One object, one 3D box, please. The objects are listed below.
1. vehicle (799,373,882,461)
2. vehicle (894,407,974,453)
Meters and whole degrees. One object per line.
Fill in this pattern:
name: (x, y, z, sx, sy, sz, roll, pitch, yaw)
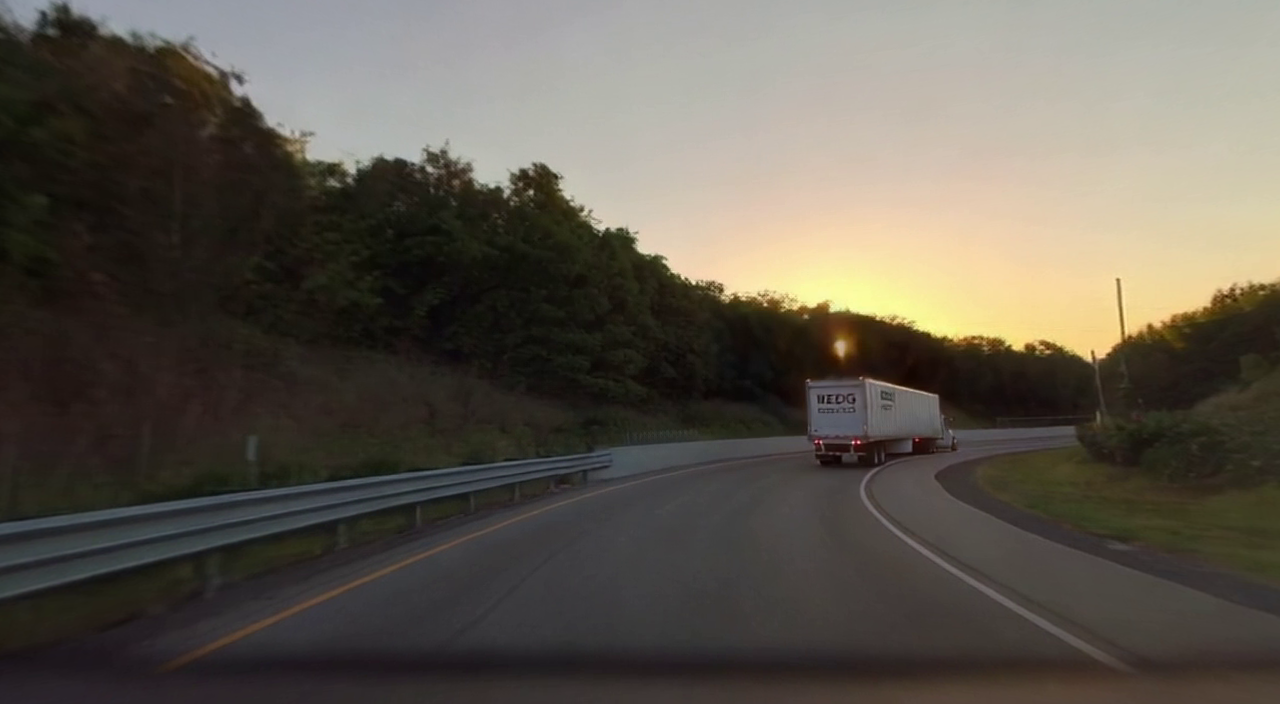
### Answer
vehicle: (9.366, 3.055, 29.211, 2.963, 3.771, 3.137, -4, -9, 29)
vehicle: (18.082, 4.805, 38.470, 6.650, 2.524, 2.120, 8, -11, -44)
